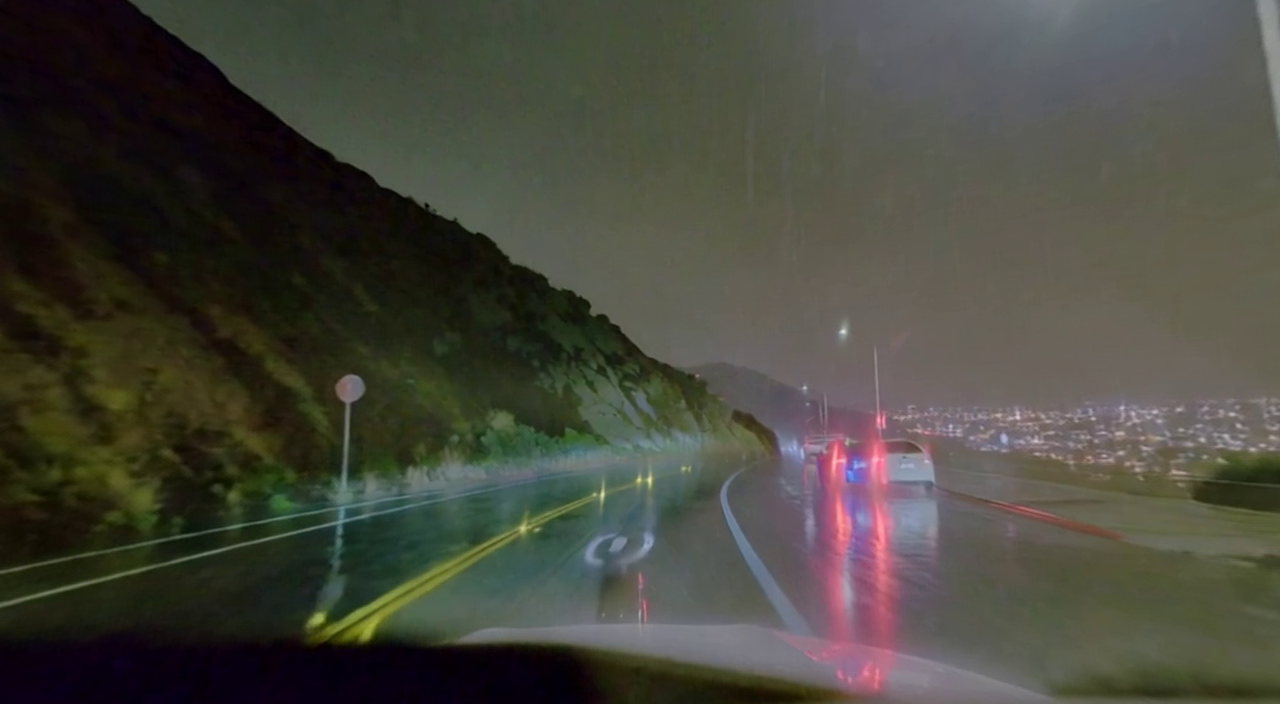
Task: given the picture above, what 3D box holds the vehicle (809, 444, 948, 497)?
[{"bbox_3d":[8.441,4.104,22.242,4.963,1.585,2.155,7,-9,-35],"label":"vehicle"}]
